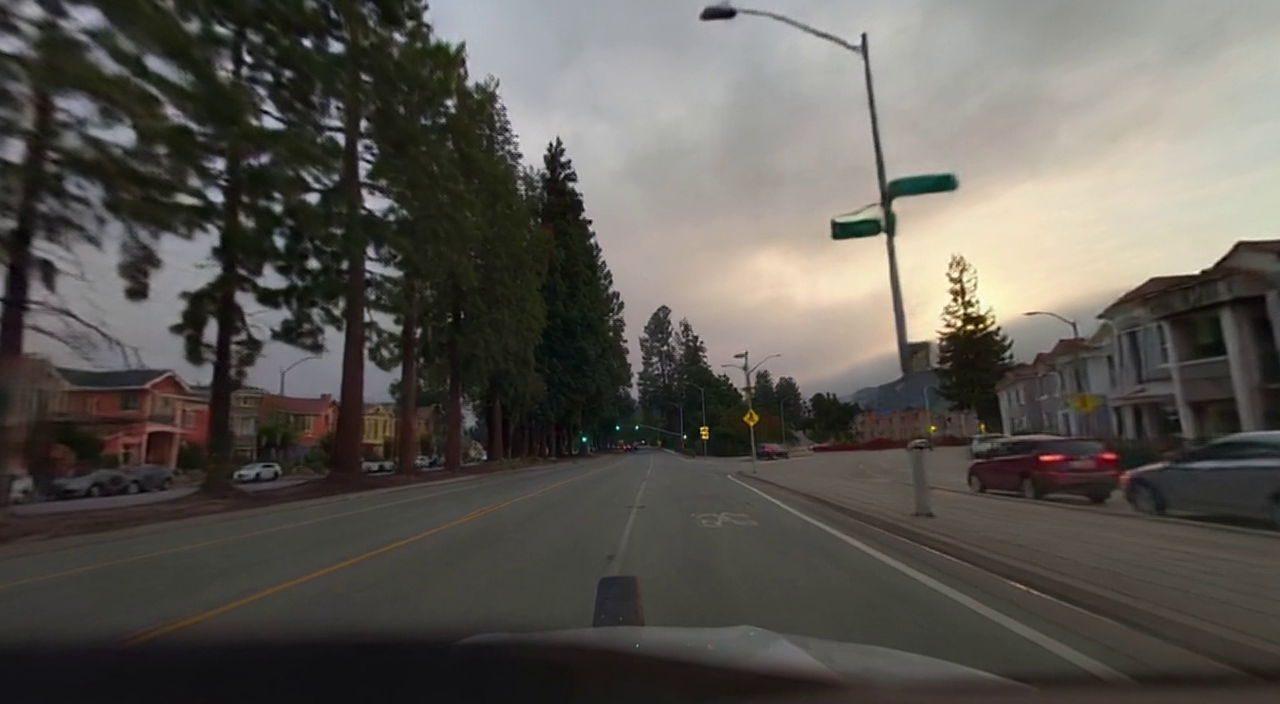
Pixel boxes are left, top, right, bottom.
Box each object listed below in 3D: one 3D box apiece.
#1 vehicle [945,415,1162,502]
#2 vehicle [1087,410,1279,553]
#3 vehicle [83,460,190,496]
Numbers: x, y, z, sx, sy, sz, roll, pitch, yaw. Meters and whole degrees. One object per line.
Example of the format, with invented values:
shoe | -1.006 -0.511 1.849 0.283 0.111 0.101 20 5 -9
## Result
vehicle | 9.096 2.595 14.536 2.004 1.476 4.588 -5 -14 3
vehicle | 8.954 1.753 8.698 1.923 1.741 4.683 -3 -13 -2
vehicle | -27.467 6.992 34.674 1.936 1.723 4.573 -4 -13 2
